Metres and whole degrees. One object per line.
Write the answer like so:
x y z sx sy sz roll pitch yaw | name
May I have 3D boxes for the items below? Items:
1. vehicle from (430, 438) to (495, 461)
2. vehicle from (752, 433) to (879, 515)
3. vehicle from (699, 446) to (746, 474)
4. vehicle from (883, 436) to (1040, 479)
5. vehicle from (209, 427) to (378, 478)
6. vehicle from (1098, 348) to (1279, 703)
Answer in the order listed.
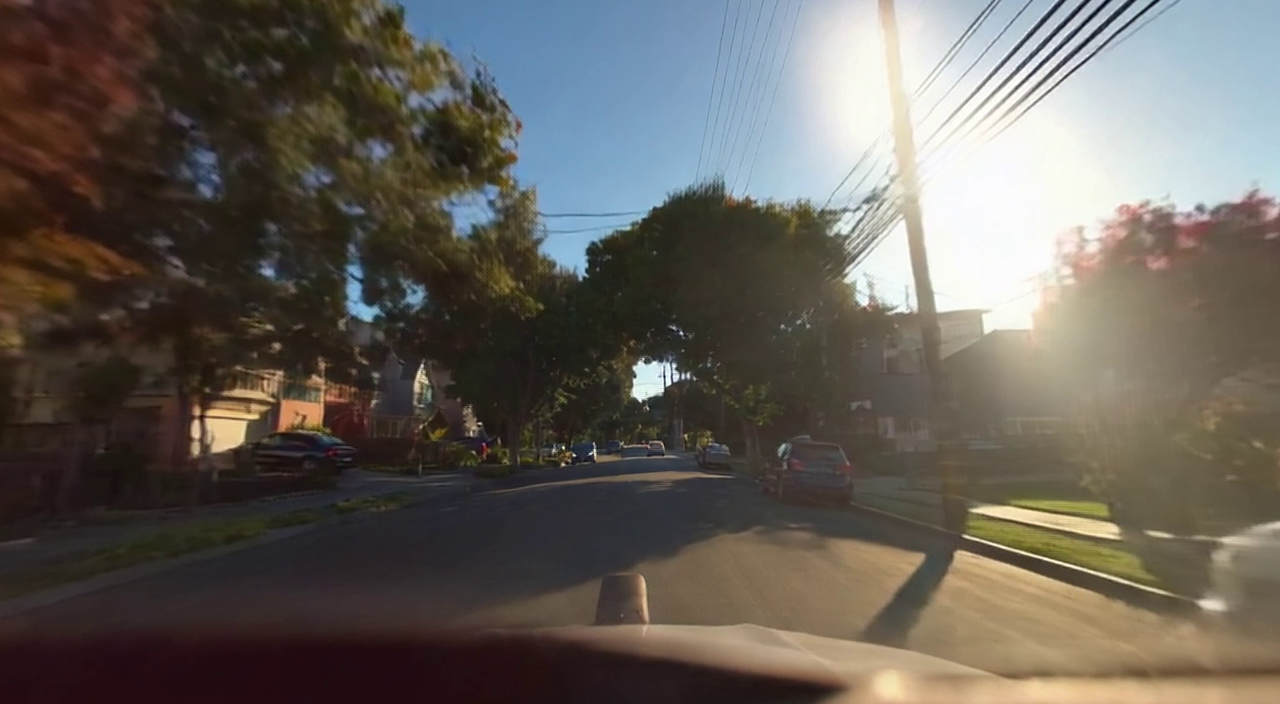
-13.743 7.560 48.899 4.702 1.675 1.984 -5 -10 28 | vehicle
4.256 3.022 16.262 2.066 1.753 4.877 0 -9 2 | vehicle
4.533 6.005 35.372 2.031 1.471 4.328 0 -9 -1 | vehicle
12.144 4.028 24.086 4.905 1.570 1.900 1 -10 -2 | vehicle
-12.282 3.591 22.656 4.792 1.521 2.077 2 -9 1 | vehicle
3.920 0.678 1.282 2.280 1.820 5.001 0 -9 1 | vehicle
